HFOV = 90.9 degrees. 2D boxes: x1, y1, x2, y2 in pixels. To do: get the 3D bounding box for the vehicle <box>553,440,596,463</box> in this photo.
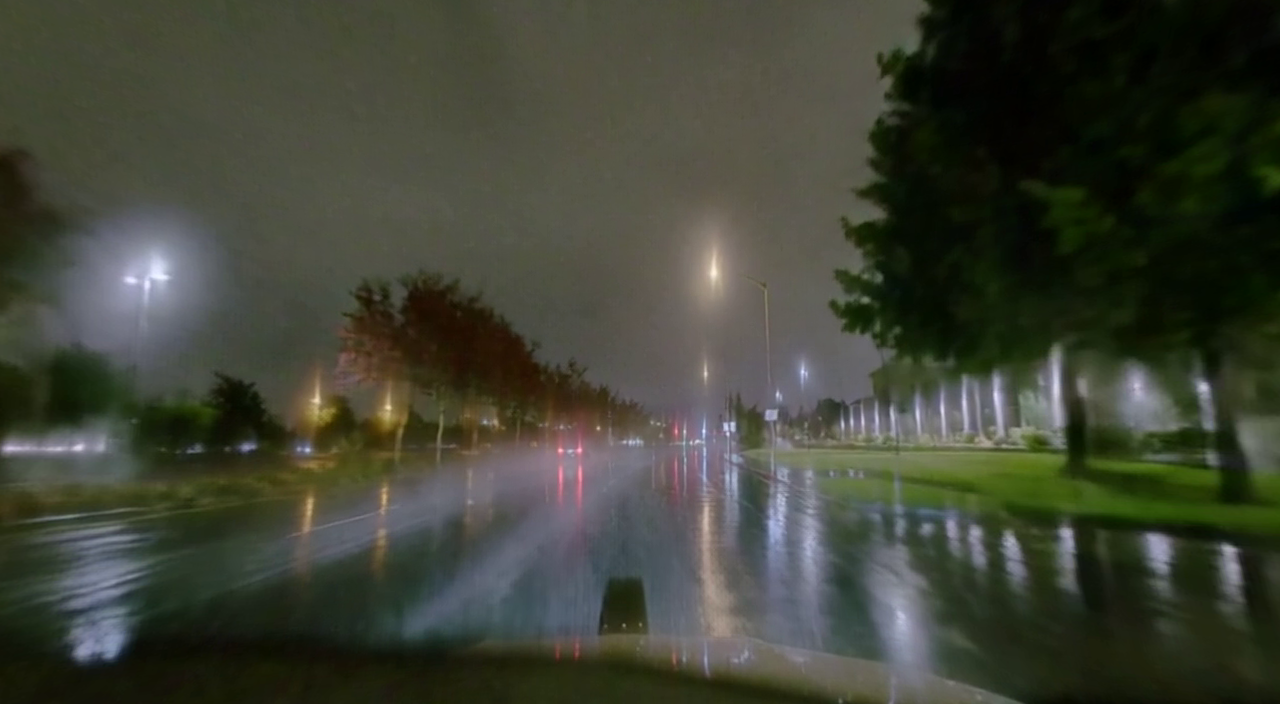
[{"bbox_3d":[-4.327,6.659,42.463,1.945,1.461,4.605,-1,-8,6],"label":"vehicle"}]
